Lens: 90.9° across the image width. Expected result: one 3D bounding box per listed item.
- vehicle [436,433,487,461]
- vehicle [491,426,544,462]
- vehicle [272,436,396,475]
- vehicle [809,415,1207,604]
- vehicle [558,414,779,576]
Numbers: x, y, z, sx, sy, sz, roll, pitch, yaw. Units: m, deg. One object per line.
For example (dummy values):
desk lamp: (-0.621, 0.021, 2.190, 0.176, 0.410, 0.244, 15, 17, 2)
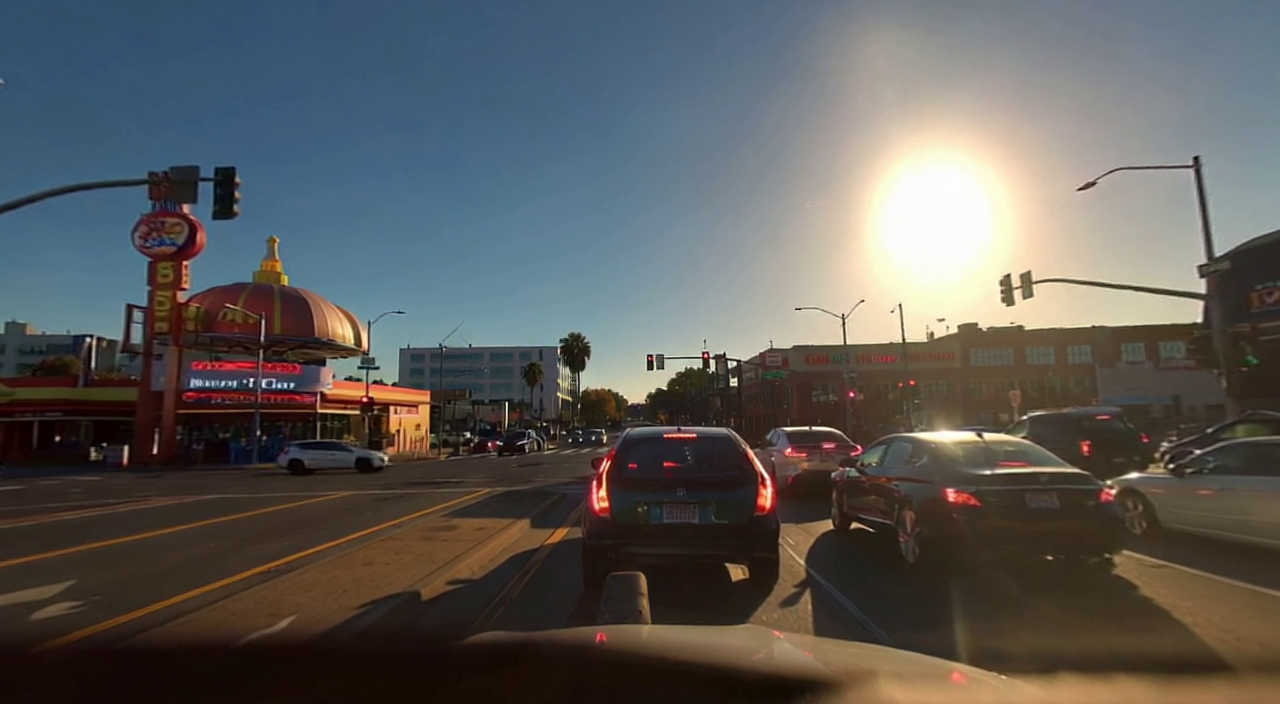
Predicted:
vehicle: (-12.117, 6.478, 43.122, 2.122, 1.829, 4.559, 0, -8, 0)
vehicle: (-8.774, 6.601, 45.764, 2.710, 2.022, 5.889, -2, -4, 0)
vehicle: (-14.120, 4.820, 29.446, 4.833, 1.701, 2.077, 2, -9, -15)
vehicle: (3.524, 1.574, 7.295, 1.883, 1.480, 4.489, 0, -8, 0)
vehicle: (0.224, 1.626, 7.920, 2.073, 1.496, 3.892, 0, -8, -1)
